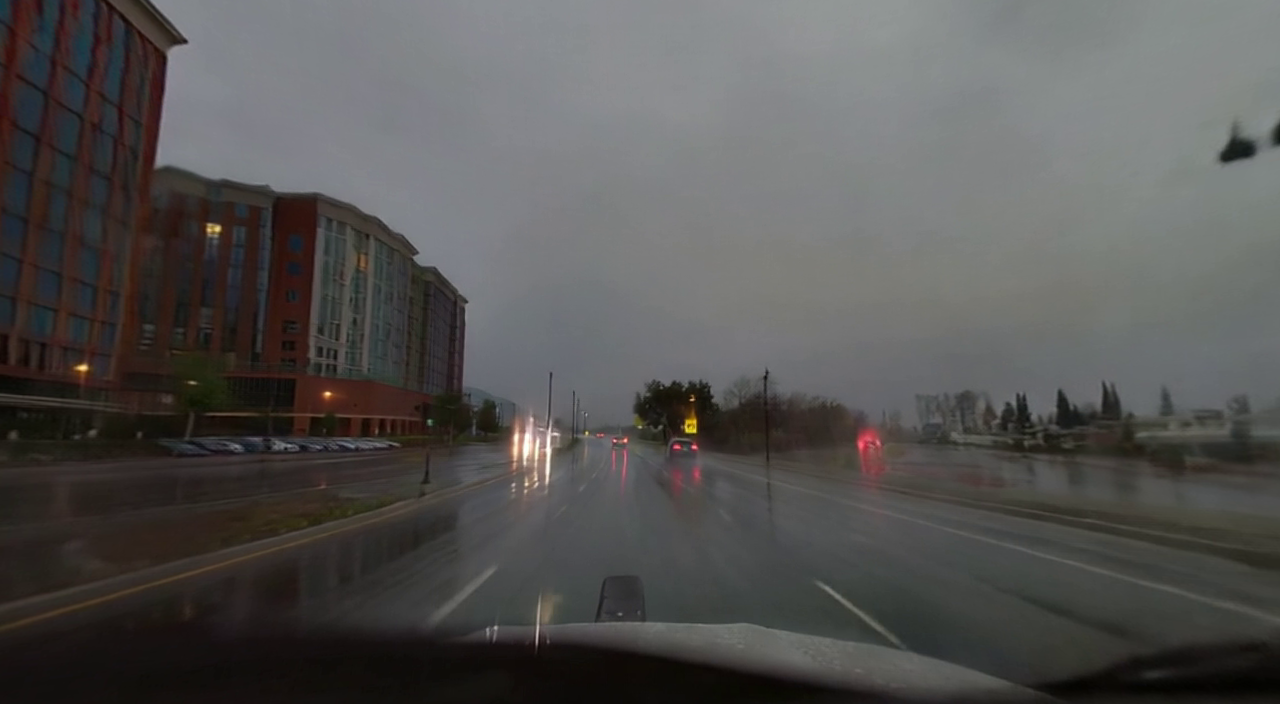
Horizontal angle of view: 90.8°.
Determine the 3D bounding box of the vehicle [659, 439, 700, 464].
[{"bbox_3d":[2.417,6.233,39.649,2.090,1.506,4.382,0,-9,-3],"label":"vehicle"}]
